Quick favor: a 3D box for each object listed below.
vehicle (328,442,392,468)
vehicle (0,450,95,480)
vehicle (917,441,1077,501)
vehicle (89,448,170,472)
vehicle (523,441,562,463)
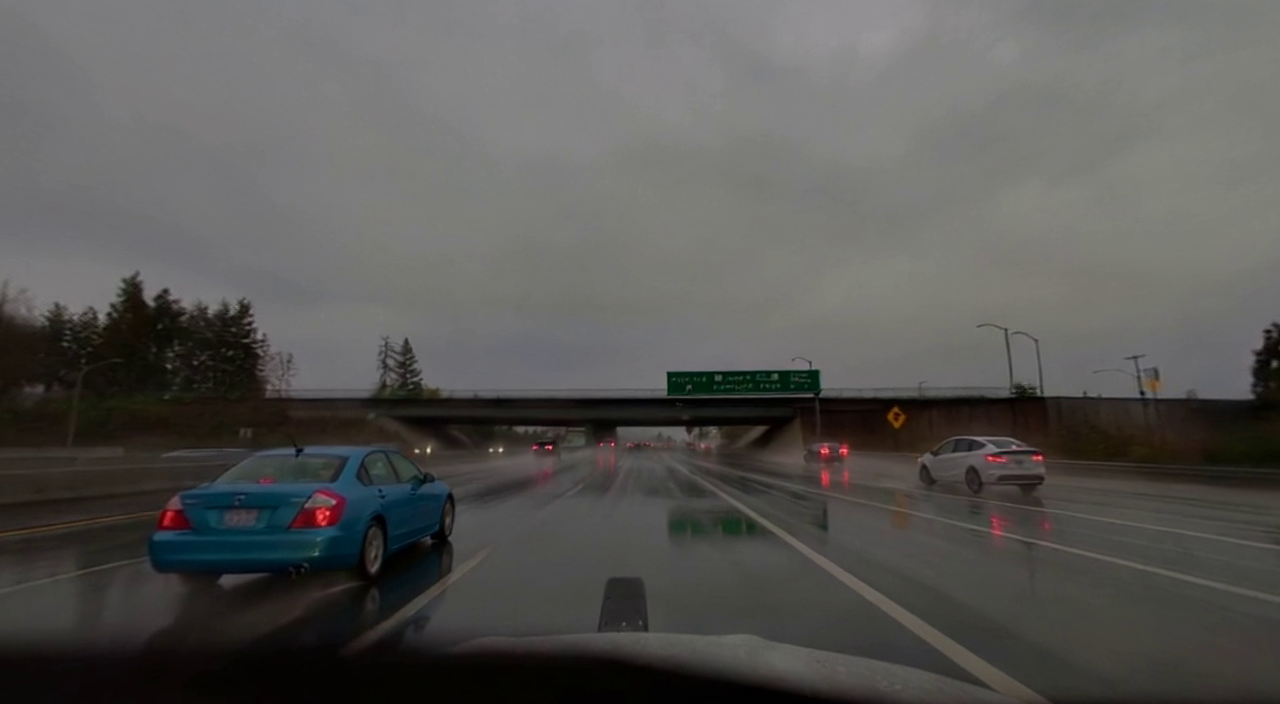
[{"bbox_3d":[-17.583,6.461,39.837,1.985,1.554,4.433,0,-8,1],"label":"vehicle"},{"bbox_3d":[-33.752,6.296,35.372,1.906,1.488,4.742,-1,-8,4],"label":"vehicle"},{"bbox_3d":[10.044,3.352,18.218,2.000,1.515,4.188,0,-8,-3],"label":"vehicle"},{"bbox_3d":[-36.599,7.732,45.396,1.829,1.644,4.584,0,-8,3],"label":"vehicle"},{"bbox_3d":[-7.000,7.242,45.663,1.987,1.486,4.174,0,-8,2],"label":"vehicle"}]
